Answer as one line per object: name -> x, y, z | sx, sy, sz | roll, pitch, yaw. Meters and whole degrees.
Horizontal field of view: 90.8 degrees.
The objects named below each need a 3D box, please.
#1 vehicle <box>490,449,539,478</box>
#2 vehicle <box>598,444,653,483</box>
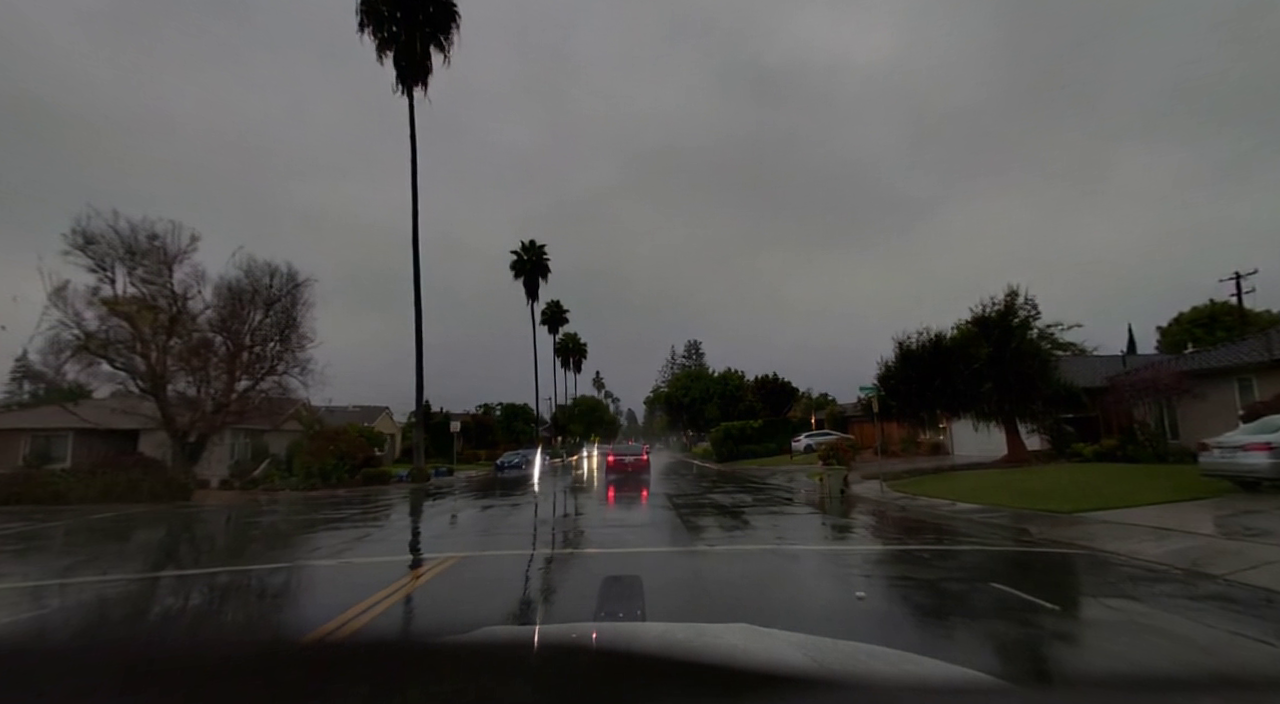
vehicle -> -7.915, 7.026, 40.197 | 2.069, 1.441, 4.368 | -3, -7, 1
vehicle -> -0.578, 4.587, 26.336 | 2.098, 1.483, 4.099 | 0, -9, 0
